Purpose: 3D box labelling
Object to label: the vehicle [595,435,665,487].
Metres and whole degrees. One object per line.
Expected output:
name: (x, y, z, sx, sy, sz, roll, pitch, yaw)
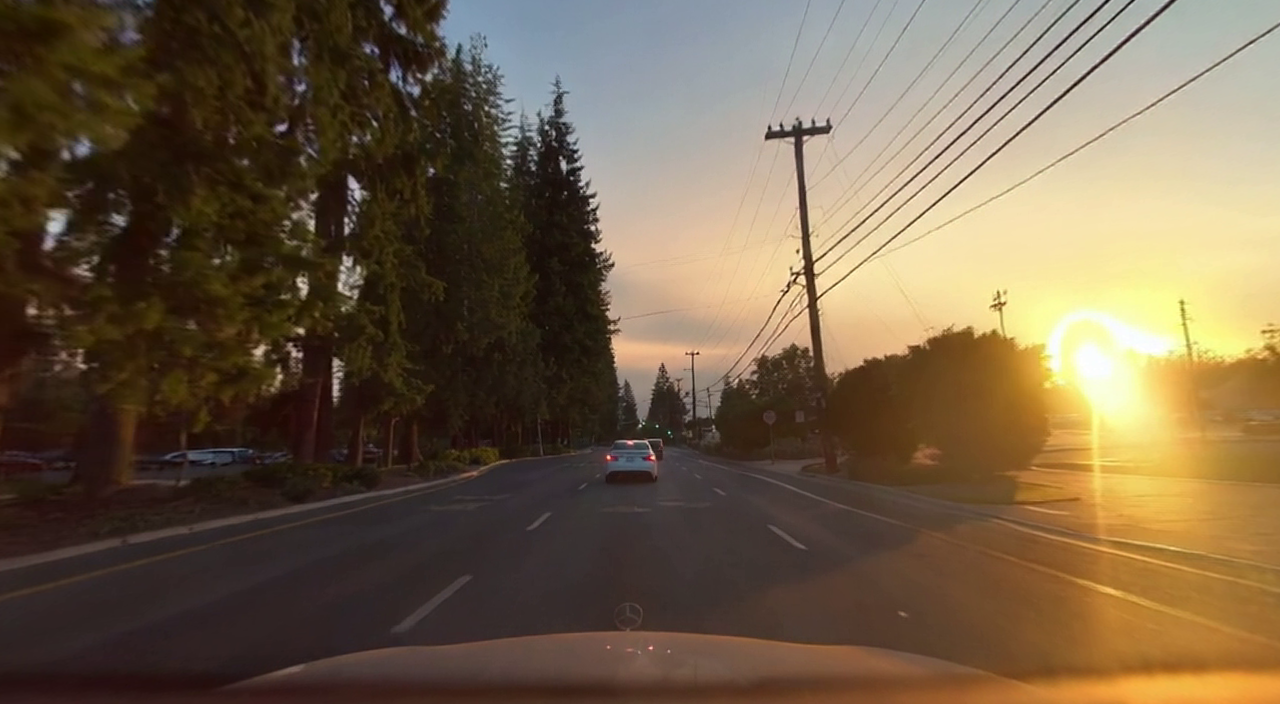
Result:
vehicle: (-0.280, 3.433, 20.085, 1.991, 1.463, 3.988, 0, -8, 0)
